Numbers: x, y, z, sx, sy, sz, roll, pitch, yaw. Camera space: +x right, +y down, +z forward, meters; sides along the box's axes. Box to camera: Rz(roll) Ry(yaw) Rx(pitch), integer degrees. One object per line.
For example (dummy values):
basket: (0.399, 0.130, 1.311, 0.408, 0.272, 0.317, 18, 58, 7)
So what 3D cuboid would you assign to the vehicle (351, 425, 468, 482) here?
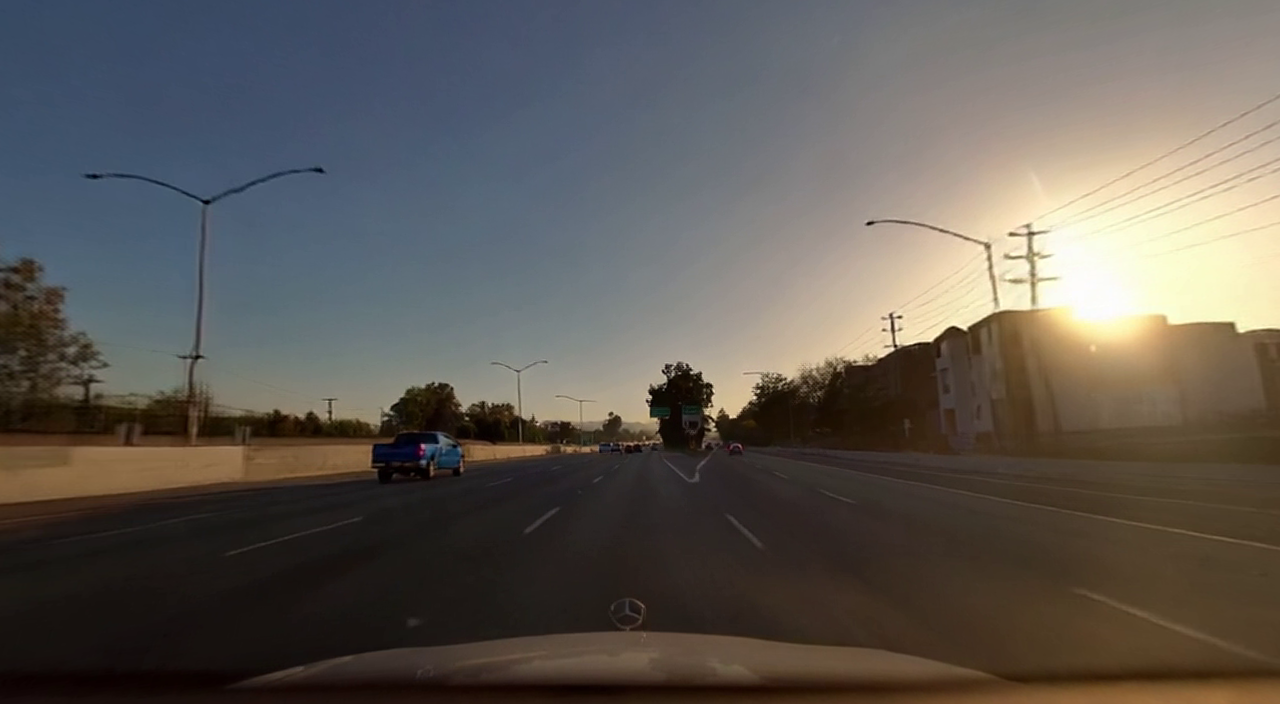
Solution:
vehicle: (-9.793, 4.373, 27.412, 2.667, 2.213, 6.081, 0, -8, 1)
